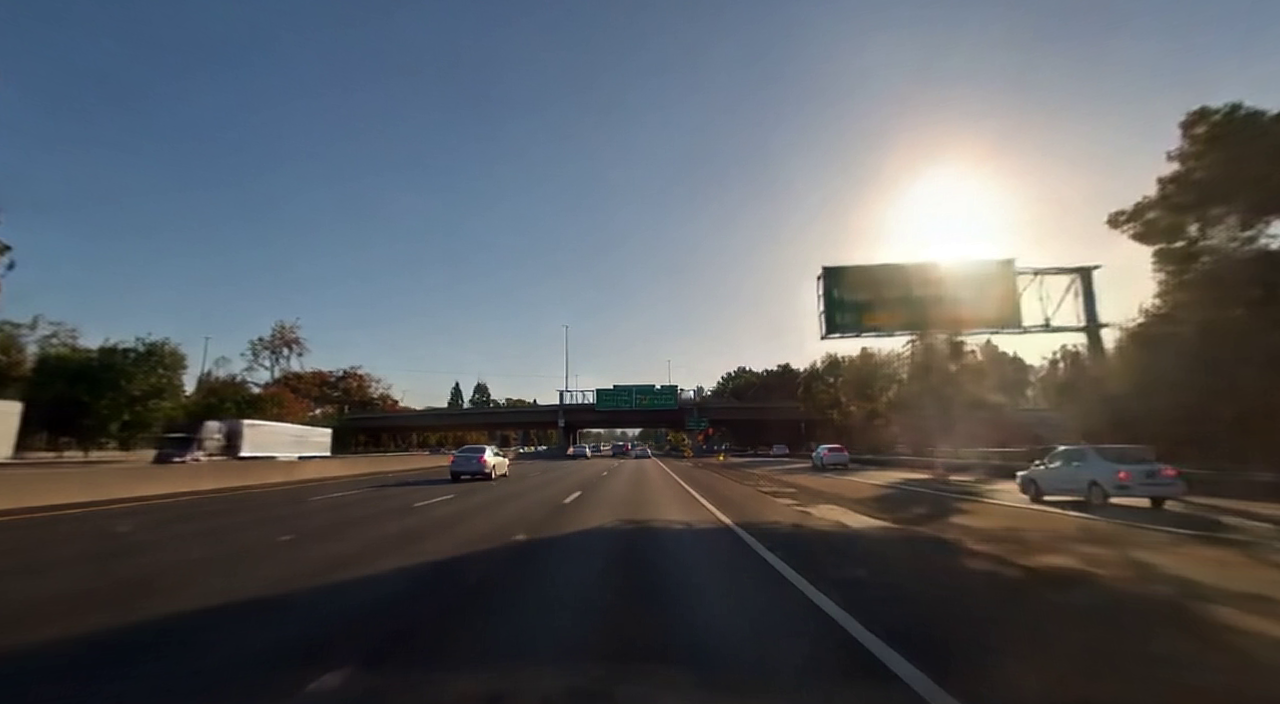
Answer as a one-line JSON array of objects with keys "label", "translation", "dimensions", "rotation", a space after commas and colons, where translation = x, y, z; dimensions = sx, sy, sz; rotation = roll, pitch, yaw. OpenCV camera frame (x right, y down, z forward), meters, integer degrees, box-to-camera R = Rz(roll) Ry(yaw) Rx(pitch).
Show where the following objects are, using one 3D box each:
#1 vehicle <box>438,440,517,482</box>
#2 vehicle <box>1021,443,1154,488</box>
[{"label": "vehicle", "translation": [-6.443, 4.349, 25.454], "dimensions": [1.985, 1.513, 4.172], "rotation": [0, -8, 1]}, {"label": "vehicle", "translation": [17.810, 4.490, 25.386], "dimensions": [2.012, 1.601, 4.565], "rotation": [0, -8, 0]}]
